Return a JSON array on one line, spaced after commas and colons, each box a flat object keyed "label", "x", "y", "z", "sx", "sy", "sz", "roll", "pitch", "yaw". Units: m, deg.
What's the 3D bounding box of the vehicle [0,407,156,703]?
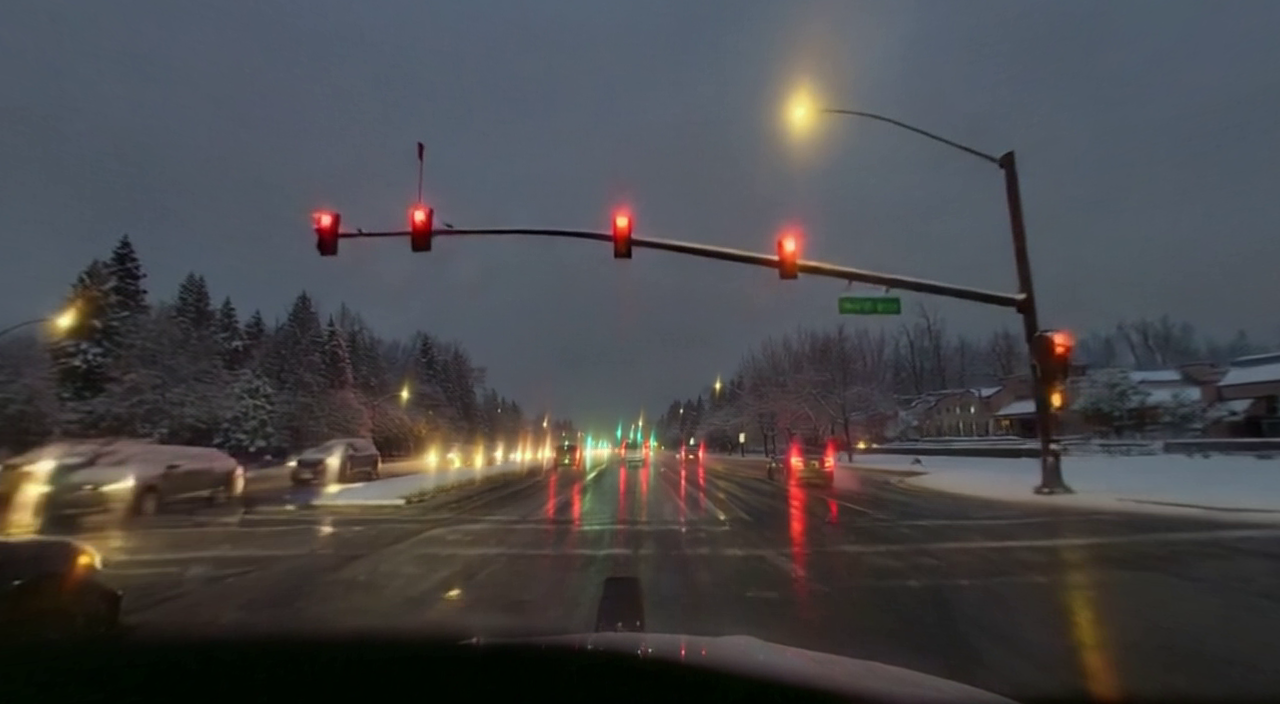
[{"label": "vehicle", "x": -3.696, "y": 0.772, "z": 1.269, "sx": 2.018, "sy": 1.476, "sz": 4.364, "roll": 0, "pitch": -8, "yaw": -1}]

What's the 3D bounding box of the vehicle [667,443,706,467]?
[{"label": "vehicle", "x": 2.905, "y": 6.483, "z": 40.144, "sx": 2.014, "sy": 1.430, "sz": 4.103, "roll": 0, "pitch": -8, "yaw": -2}]

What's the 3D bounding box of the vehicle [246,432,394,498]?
[{"label": "vehicle", "x": -8.983, "y": 3.138, "z": 18.202, "sx": 1.929, "sy": 1.492, "sz": 4.430, "roll": -5, "pitch": -7, "yaw": 1}]

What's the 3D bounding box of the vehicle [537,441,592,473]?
[{"label": "vehicle", "x": -3.719, "y": 5.266, "z": 31.921, "sx": 2.163, "sy": 1.474, "sz": 4.413, "roll": 0, "pitch": -8, "yaw": 0}]

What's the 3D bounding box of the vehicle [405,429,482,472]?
[{"label": "vehicle", "x": -9.236, "y": 4.642, "z": 30.090, "sx": 2.185, "sy": 1.752, "sz": 4.599, "roll": -4, "pitch": -8, "yaw": 0}]

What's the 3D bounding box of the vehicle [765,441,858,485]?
[{"label": "vehicle", "x": 6.212, "y": 4.052, "z": 23.497, "sx": 2.028, "sy": 1.451, "sz": 4.625, "roll": 0, "pitch": -8, "yaw": -2}]

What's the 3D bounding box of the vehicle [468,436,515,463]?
[{"label": "vehicle", "x": -9.414, "y": 6.217, "z": 40.353, "sx": 2.026, "sy": 1.639, "sz": 4.496, "roll": 0, "pitch": -8, "yaw": -1}]

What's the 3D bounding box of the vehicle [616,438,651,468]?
[{"label": "vehicle", "x": -0.358, "y": 6.109, "z": 38.431, "sx": 2.008, "sy": 1.716, "sz": 4.125, "roll": 0, "pitch": -8, "yaw": 0}]
